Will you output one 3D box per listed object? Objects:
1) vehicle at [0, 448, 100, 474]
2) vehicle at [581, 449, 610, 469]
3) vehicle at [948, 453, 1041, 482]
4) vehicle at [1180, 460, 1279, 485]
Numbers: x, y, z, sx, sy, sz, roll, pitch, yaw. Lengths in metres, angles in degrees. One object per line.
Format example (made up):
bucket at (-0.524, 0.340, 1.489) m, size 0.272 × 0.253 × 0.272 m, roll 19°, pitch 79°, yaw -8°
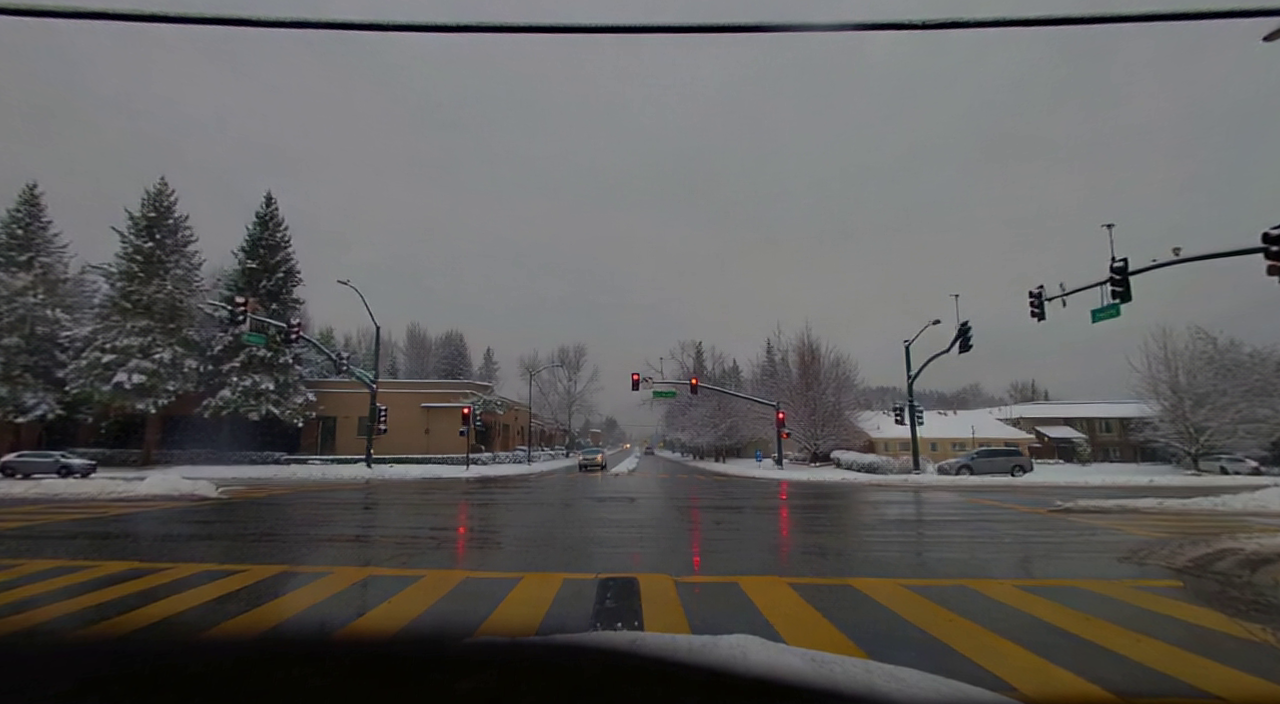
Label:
vehicle at (-35.135, 6.419, 37.186) m, size 4.741 × 1.447 × 1.807 m, roll 0°, pitch -9°, yaw 0°
vehicle at (-3.442, 8.360, 49.211) m, size 1.908 × 1.441 × 4.142 m, roll 0°, pitch -8°, yaw 1°
vehicle at (21.106, 6.880, 37.587) m, size 4.447 × 1.623 × 1.801 m, roll 0°, pitch -8°, yaw -3°
vehicle at (36.218, 7.317, 38.299) m, size 4.976 × 1.428 × 1.929 m, roll 0°, pitch -8°, yaw -2°
